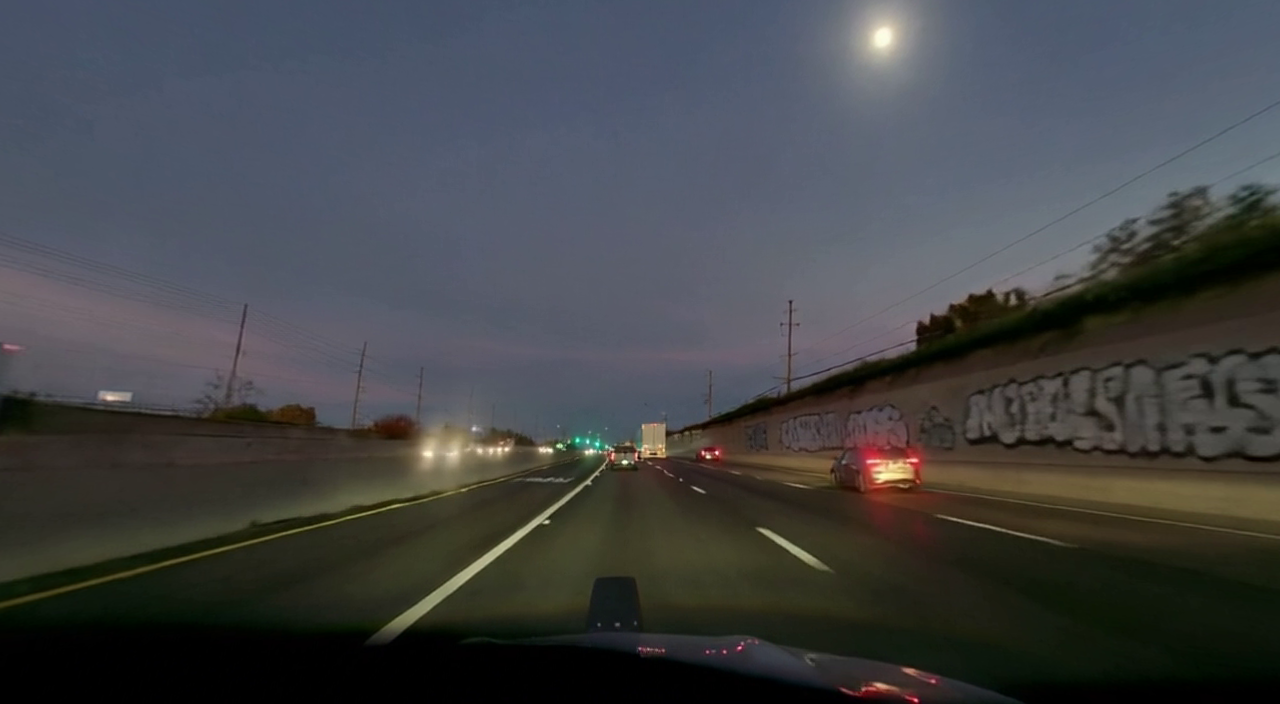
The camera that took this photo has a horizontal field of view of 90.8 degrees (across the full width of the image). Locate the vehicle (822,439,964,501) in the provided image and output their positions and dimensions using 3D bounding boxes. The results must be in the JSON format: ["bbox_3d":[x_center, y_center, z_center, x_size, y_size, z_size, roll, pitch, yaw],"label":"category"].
[{"bbox_3d":[7.004,3.300,18.143,2.032,1.525,4.631,0,-9,-1],"label":"vehicle"}]

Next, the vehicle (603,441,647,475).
[{"bbox_3d":[-0.803,5.560,33.284,2.191,1.685,3.353,0,-9,-1],"label":"vehicle"}]

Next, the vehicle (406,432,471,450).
[{"bbox_3d":[-10.113,4.535,31.989,1.953,0.845,4.123,0,-9,0],"label":"vehicle"}]
